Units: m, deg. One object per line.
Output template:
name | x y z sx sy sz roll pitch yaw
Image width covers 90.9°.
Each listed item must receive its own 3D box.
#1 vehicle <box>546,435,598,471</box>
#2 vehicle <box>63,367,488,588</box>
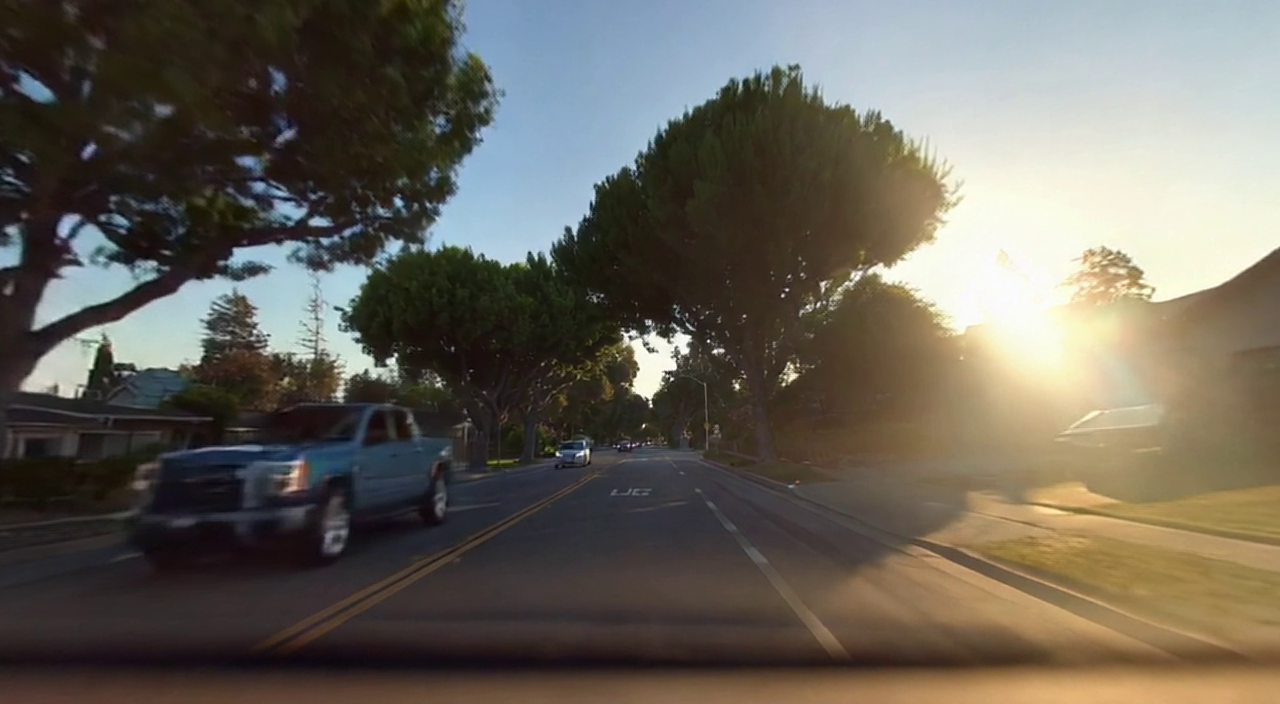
vehicle | -3.597 5.470 34.263 2.172 1.793 4.696 0 -8 2
vehicle | -4.184 1.601 8.961 2.417 2.088 5.780 0 -8 2
